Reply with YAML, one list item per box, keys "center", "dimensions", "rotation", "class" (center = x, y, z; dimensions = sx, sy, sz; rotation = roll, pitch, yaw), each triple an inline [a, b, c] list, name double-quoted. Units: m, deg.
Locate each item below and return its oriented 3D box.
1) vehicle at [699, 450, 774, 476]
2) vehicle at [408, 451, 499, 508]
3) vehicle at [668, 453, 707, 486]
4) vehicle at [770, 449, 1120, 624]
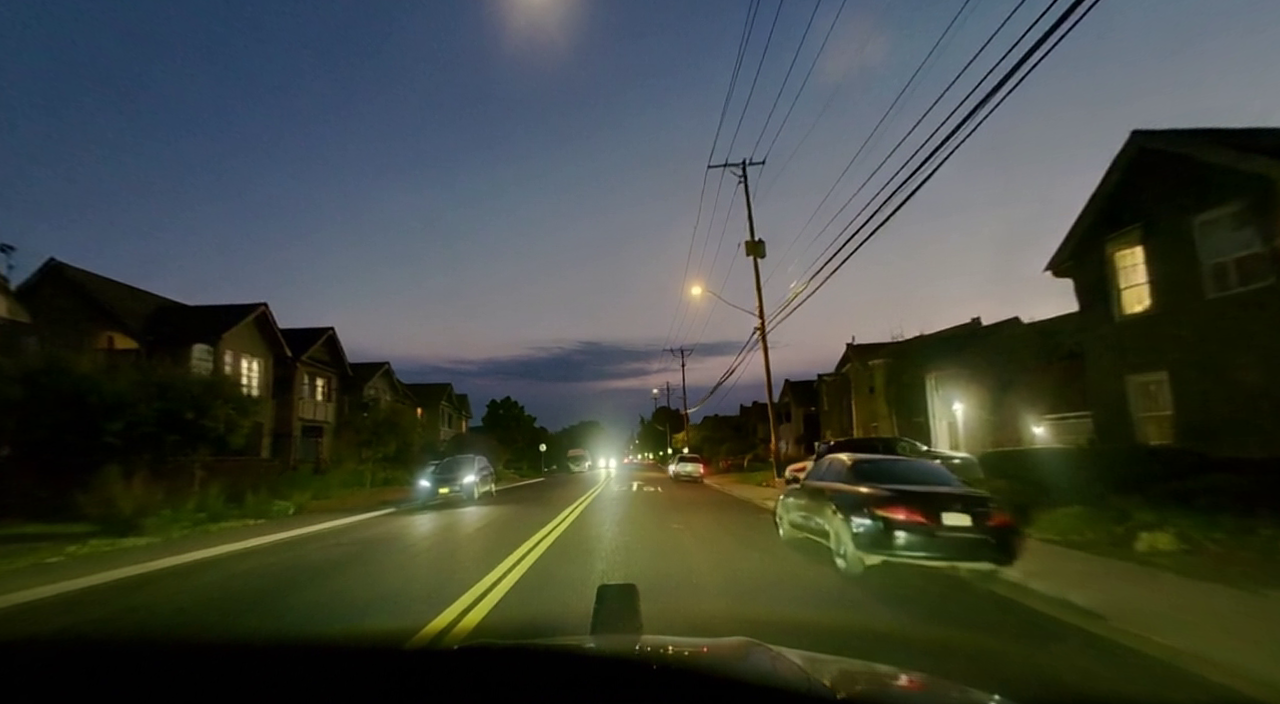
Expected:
- center: [7.156, 8.323, 47.457]
  dimensions: [5.288, 1.871, 2.148]
  rotation: [0, -9, 0]
  class: "vehicle"
- center: [-6.585, 4.530, 22.875]
  dimensions: [2.056, 1.741, 4.532]
  rotation: [-2, -10, -2]
  class: "vehicle"
- center: [2.719, 6.855, 37.151]
  dimensions: [1.945, 1.792, 3.903]
  rotation: [0, -9, -1]
  class: "vehicle"
- center: [3.201, 1.990, 7.885]
  dimensions: [2.076, 1.513, 4.305]
  rotation: [0, -9, -2]
  class: "vehicle"
